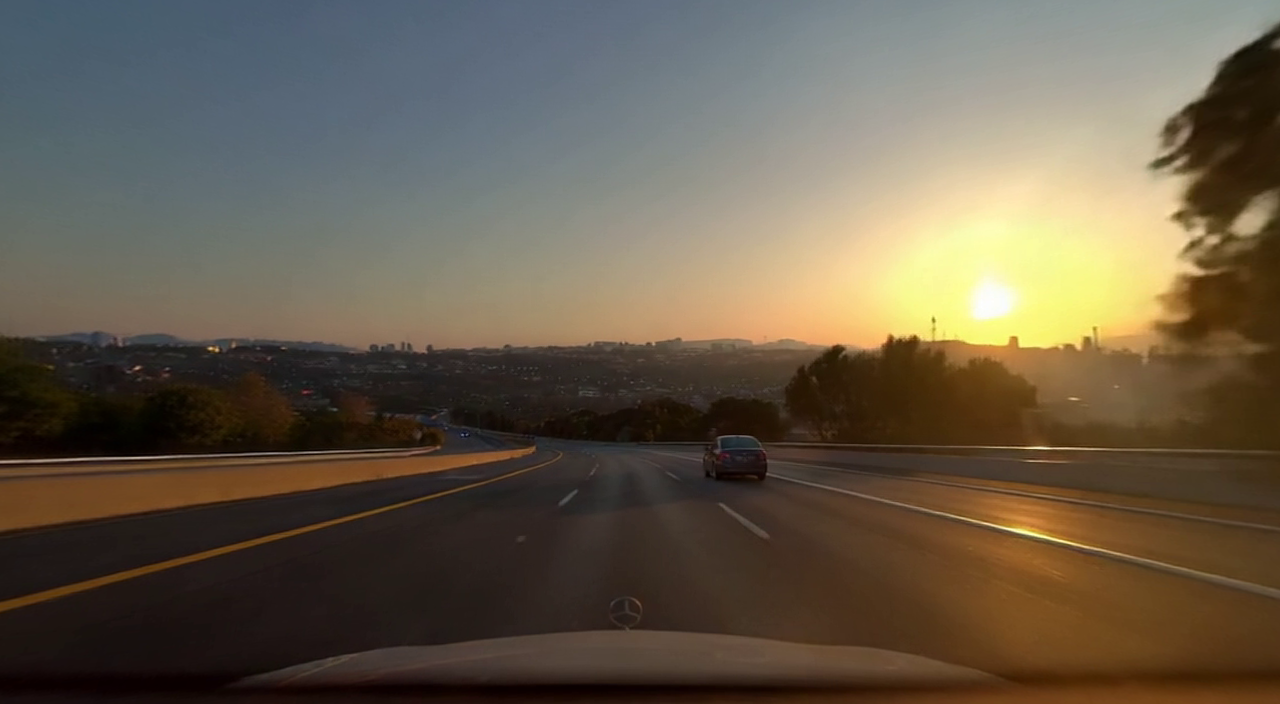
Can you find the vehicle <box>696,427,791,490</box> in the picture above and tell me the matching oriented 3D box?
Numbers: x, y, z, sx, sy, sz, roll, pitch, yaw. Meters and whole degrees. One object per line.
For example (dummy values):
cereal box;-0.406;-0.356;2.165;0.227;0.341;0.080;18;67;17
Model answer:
vehicle;3.012;3.229;19.410;2.059;1.715;4.192;0;-8;-2
